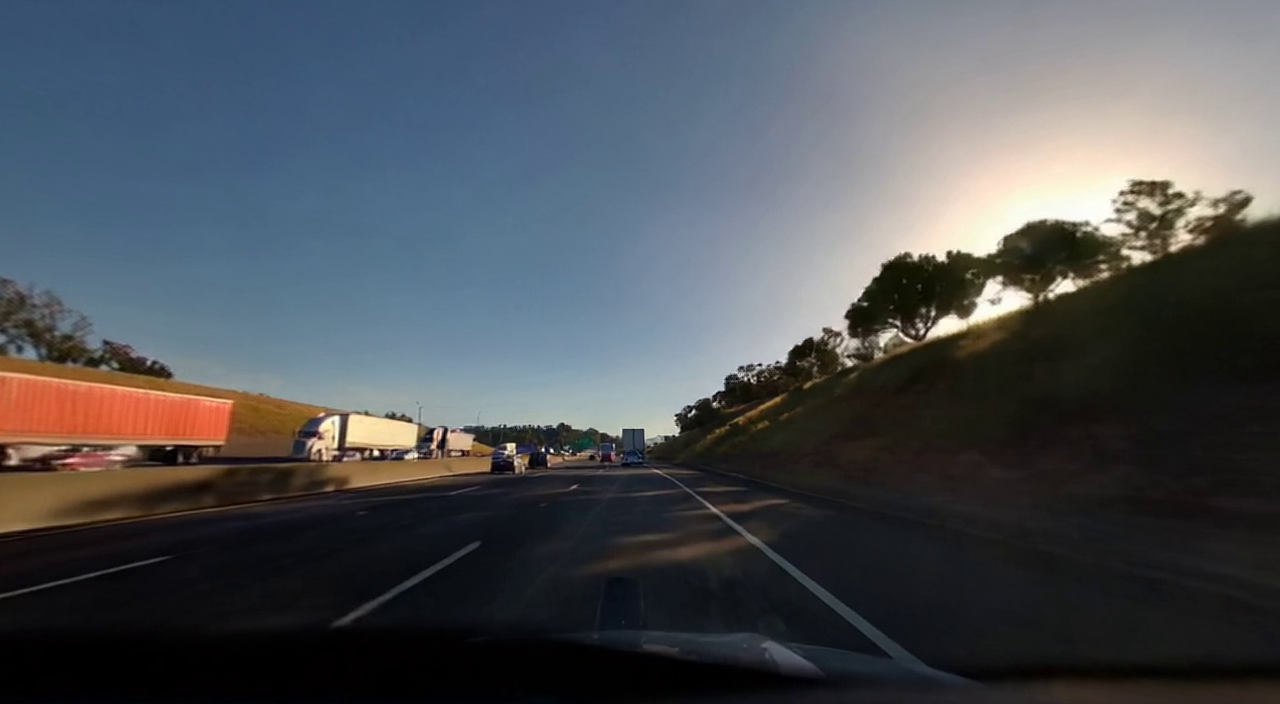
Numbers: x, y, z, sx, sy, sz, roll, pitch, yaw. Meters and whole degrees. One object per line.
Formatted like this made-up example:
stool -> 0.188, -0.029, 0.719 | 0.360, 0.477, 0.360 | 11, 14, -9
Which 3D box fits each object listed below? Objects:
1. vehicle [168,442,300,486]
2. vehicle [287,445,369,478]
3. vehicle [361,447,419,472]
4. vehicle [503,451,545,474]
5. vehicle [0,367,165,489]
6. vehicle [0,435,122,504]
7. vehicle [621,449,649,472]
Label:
vehicle -> -15.012, 4.160, 23.673 | 1.918, 1.466, 4.632 | 0, -9, -1
vehicle -> -14.856, 5.230, 30.264 | 1.851, 1.438, 4.071 | 0, -9, -1
vehicle -> -15.027, 6.473, 38.053 | 1.837, 1.427, 4.020 | 0, -9, 0
vehicle -> -7.594, 7.257, 41.606 | 1.895, 1.446, 4.456 | 0, -9, 0
vehicle -> -19.480, 2.447, 19.708 | 2.935, 3.383, 7.992 | 0, -9, 0
vehicle -> -14.760, 2.660, 14.411 | 2.121, 1.452, 4.356 | 0, -9, 0
vehicle -> -0.400, 8.222, 48.072 | 2.009, 1.657, 3.962 | 0, -9, -1
